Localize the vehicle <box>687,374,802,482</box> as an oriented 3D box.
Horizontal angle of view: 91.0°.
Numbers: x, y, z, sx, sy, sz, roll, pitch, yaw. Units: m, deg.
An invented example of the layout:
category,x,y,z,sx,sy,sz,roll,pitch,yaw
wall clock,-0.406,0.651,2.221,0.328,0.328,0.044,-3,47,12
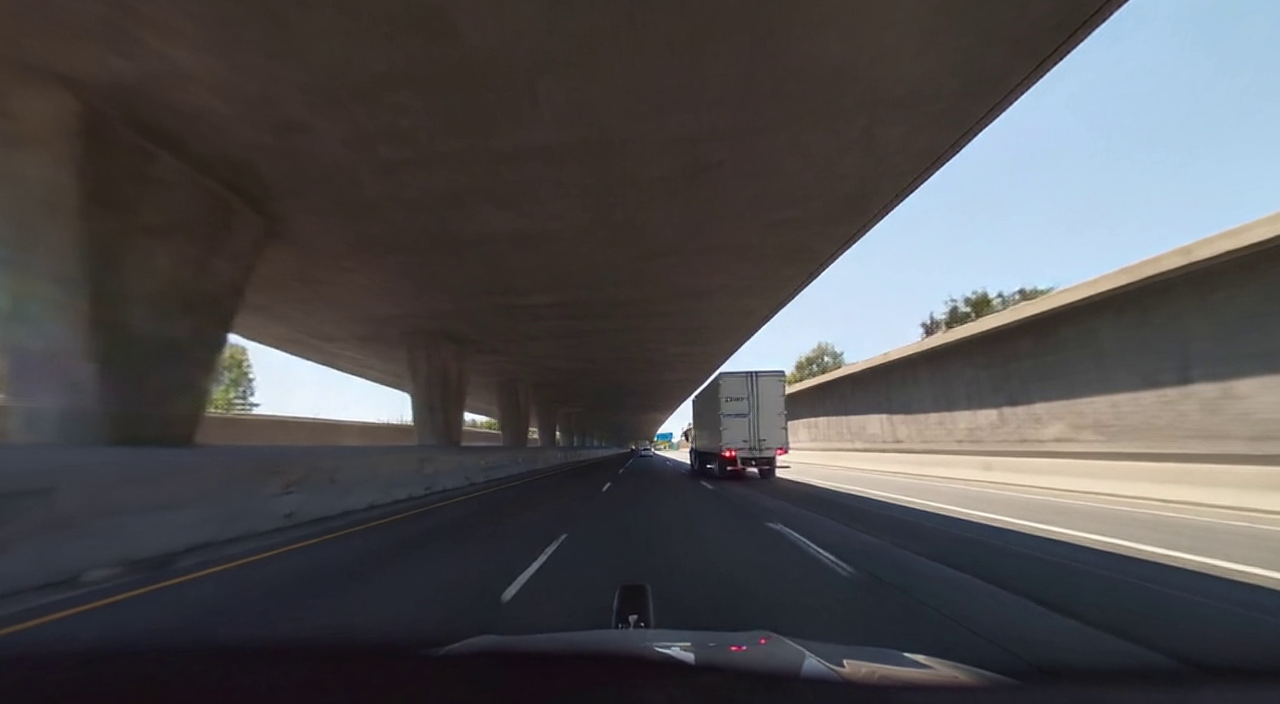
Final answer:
category,x,y,z,sx,sy,sz,roll,pitch,yaw
vehicle,4.618,4.046,32.148,3.187,4.197,15.004,0,-8,-1
